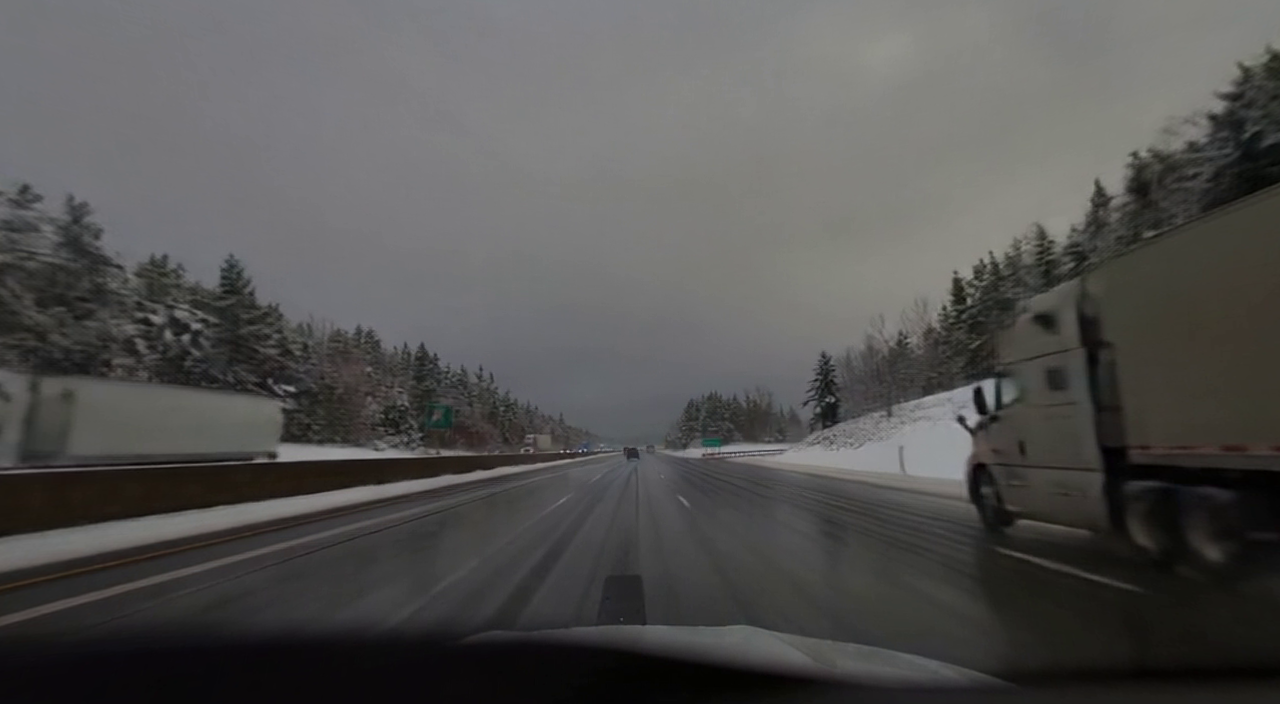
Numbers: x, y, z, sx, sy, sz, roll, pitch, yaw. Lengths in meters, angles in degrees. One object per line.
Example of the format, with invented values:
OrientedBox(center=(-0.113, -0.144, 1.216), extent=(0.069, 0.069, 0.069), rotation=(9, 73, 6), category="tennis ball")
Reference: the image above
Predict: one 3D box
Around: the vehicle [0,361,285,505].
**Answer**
OrientedBox(center=(-19.058, 3.047, 22.714), extent=(2.923, 3.914, 16.640), rotation=(0, -9, 0), category="vehicle")

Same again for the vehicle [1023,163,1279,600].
OrientedBox(center=(6.888, -0.028, 3.513), extent=(2.821, 3.681, 10.415), rotation=(0, -9, -1), category="vehicle")
